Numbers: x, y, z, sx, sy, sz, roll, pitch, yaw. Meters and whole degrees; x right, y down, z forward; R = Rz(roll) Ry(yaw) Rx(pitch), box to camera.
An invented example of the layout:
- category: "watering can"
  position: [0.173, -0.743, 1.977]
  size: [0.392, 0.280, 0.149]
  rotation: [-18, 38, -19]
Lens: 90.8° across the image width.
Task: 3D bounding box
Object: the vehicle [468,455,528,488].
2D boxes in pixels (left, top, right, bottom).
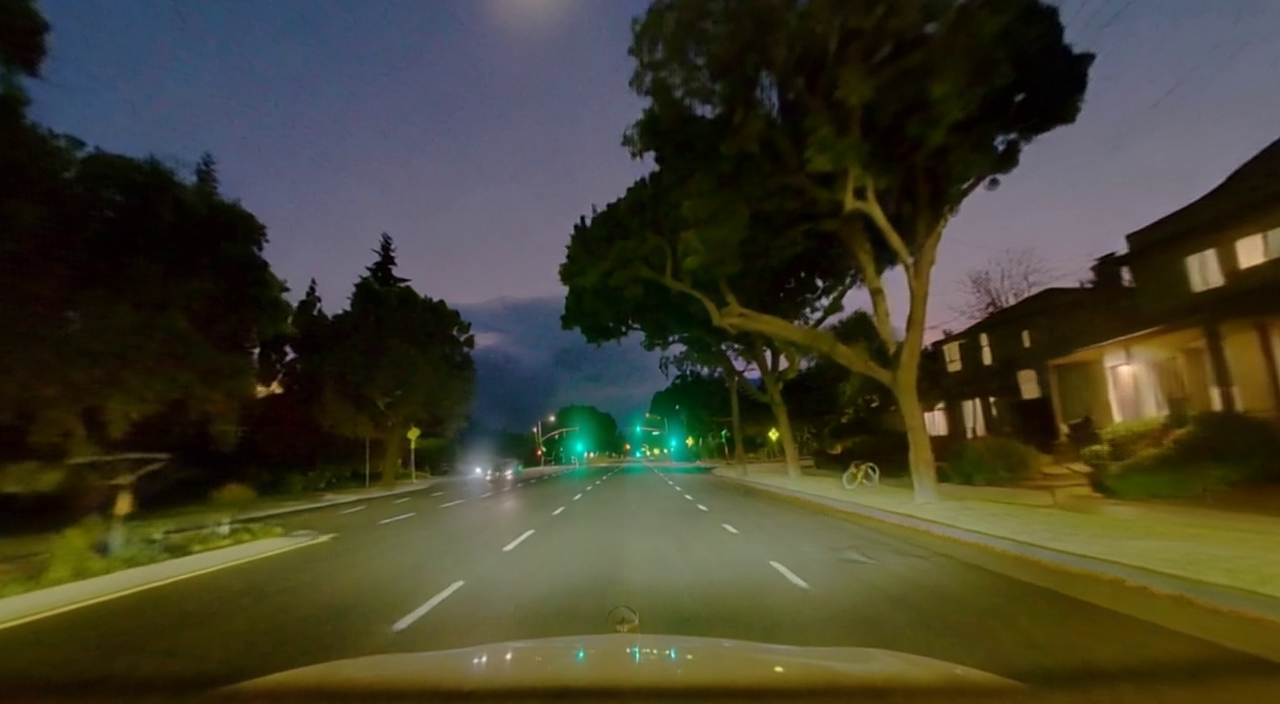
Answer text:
- category: "vehicle"
  position: [-7.222, 6.092, 32.566]
  size: [2.006, 1.501, 4.789]
  rotation: [0, -9, 0]
